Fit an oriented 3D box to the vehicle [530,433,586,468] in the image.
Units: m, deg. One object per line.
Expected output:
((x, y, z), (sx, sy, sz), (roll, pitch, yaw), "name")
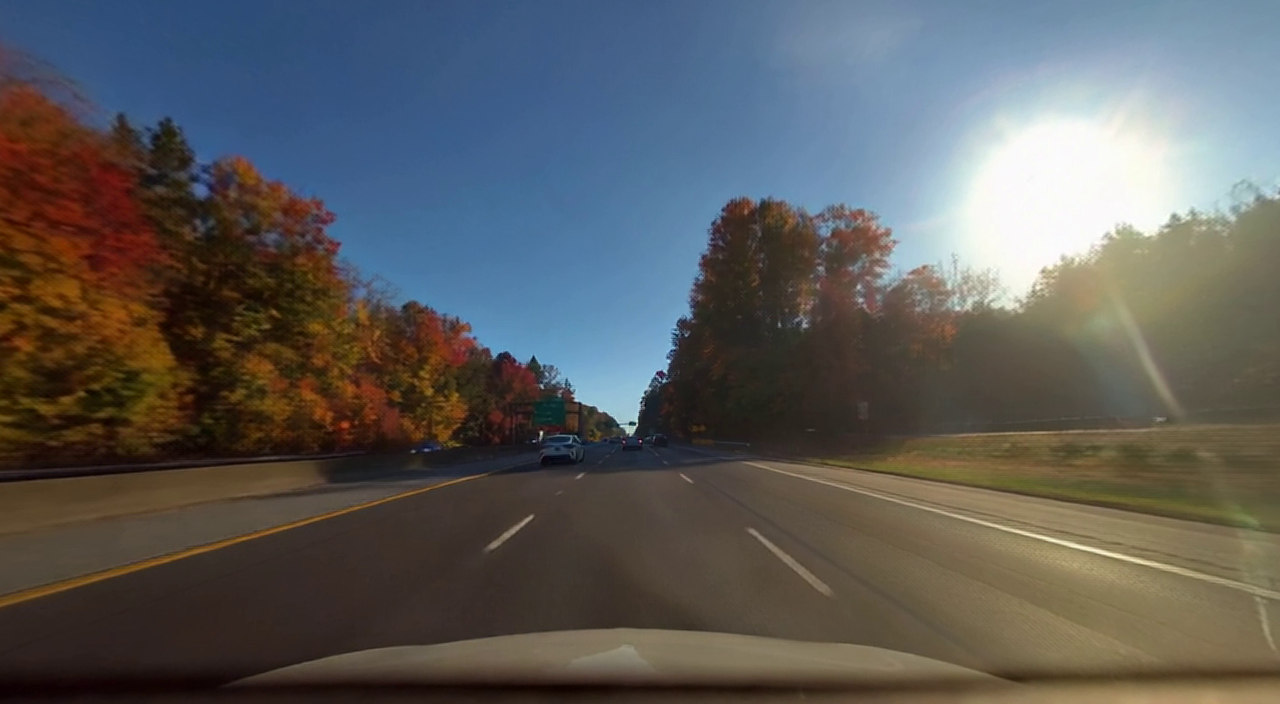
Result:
((-3.803, 4.654, 30.013), (2.103, 1.507, 4.367), (0, -8, 0), "vehicle")
